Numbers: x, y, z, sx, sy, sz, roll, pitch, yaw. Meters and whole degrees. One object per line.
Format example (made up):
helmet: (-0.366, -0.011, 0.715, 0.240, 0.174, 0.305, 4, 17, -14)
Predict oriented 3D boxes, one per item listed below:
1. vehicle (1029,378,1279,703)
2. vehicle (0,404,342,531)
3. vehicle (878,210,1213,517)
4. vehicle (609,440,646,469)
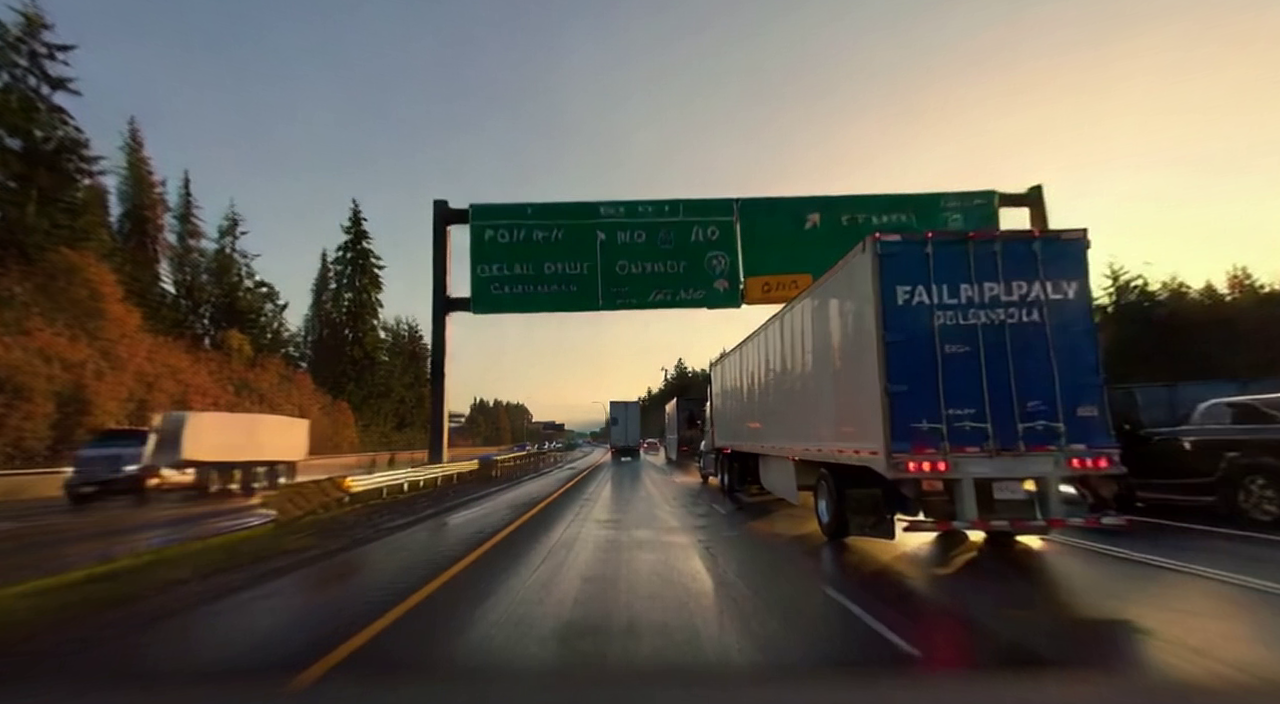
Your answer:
vehicle: (4.657, 1.015, 3.776, 4.253, 1.543, 2.045, 4, -9, -30)
vehicle: (-12.163, 3.098, 18.020, 2.774, 2.621, 9.453, -1, -8, -1)
vehicle: (4.362, 0.197, 7.252, 2.244, 3.047, 2.035, 0, -8, -2)
vehicle: (-0.725, 5.667, 35.099, 1.943, 1.491, 3.459, 0, -8, -2)
